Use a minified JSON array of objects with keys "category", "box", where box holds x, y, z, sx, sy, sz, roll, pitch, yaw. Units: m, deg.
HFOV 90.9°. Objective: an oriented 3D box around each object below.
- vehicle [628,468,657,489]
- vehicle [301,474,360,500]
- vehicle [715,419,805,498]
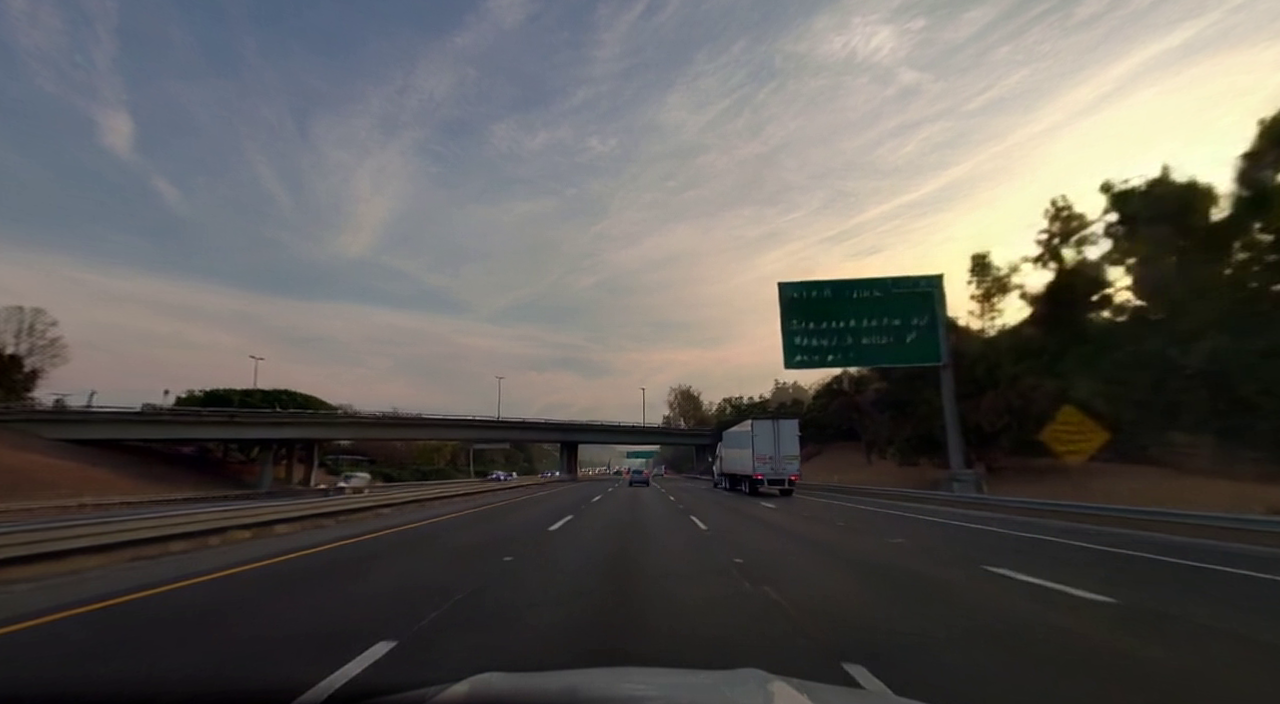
[{"category":"vehicle","box":[0.153,9.283,46.306,2.029,1.459,3.684,1,-10,-1]},{"category":"vehicle","box":[-18.676,8.116,38.152,1.734,1.433,3.465,1,-10,0]},{"category":"vehicle","box":[7.075,6.845,39.942,2.926,4.073,13.836,1,-10,0]}]
